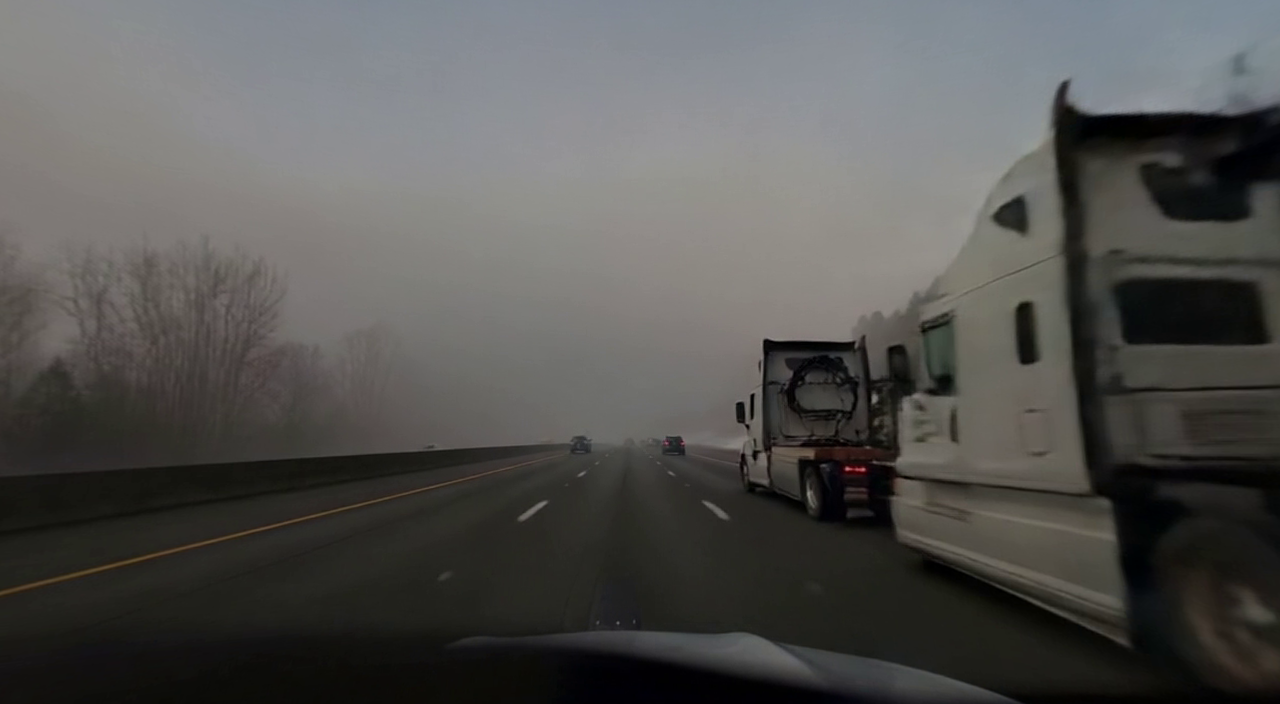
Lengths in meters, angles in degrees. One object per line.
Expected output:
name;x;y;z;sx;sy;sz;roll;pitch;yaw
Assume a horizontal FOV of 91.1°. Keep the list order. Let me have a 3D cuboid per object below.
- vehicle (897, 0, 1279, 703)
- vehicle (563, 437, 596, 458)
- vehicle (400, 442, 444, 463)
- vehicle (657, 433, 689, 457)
vehicle;4.172;-0.400;2.036;2.906;3.999;8.621;0;-8;0
vehicle;-4.422;6.986;46.309;2.017;1.484;4.088;0;-8;0
vehicle;-16.436;7.580;47.591;1.812;1.489;4.112;0;-8;0
vehicle;2.440;7.005;47.485;2.124;1.696;4.173;0;-8;-2
